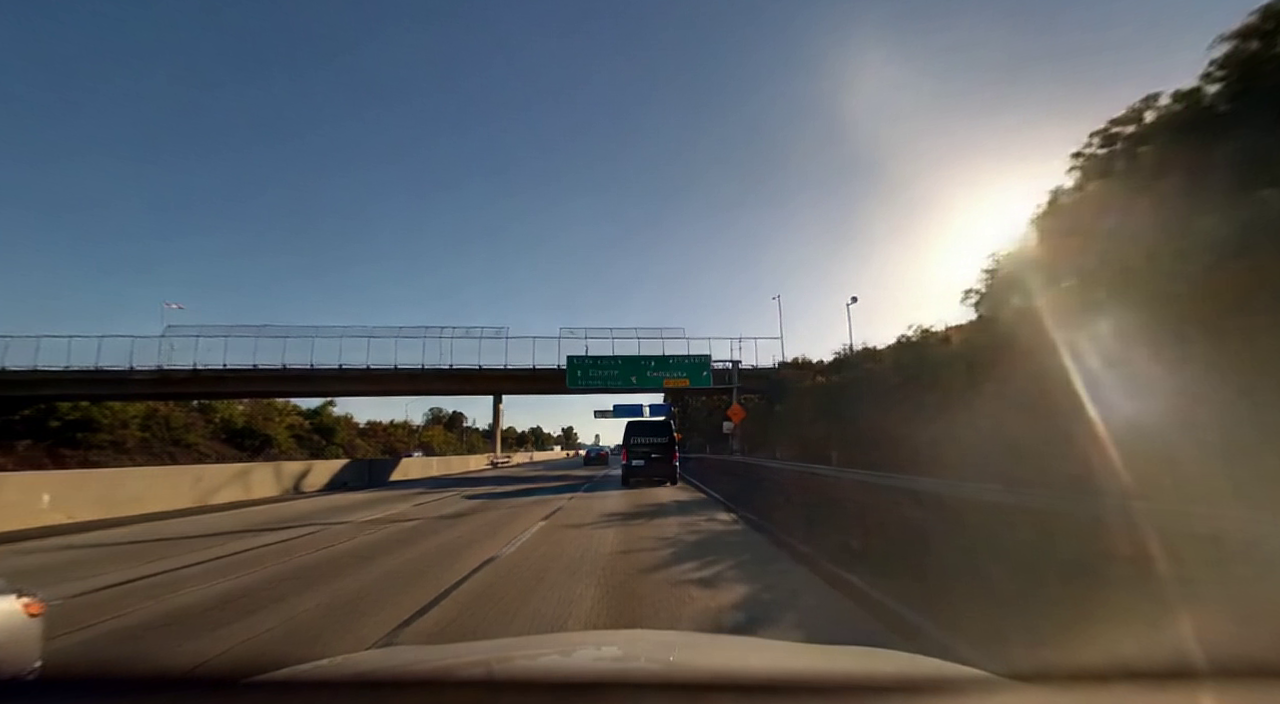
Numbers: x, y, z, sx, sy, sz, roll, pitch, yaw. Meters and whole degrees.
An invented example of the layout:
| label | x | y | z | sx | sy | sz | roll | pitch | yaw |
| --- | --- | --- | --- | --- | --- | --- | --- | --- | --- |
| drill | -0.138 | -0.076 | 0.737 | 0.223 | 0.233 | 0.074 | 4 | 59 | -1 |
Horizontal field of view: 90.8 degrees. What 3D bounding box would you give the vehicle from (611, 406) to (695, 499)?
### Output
| label | x | y | z | sx | sy | sz | roll | pitch | yaw |
| --- | --- | --- | --- | --- | --- | --- | --- | --- | --- |
| vehicle | 0.290 | 3.203 | 20.287 | 2.332 | 2.558 | 5.314 | 0 | -9 | -2 |
